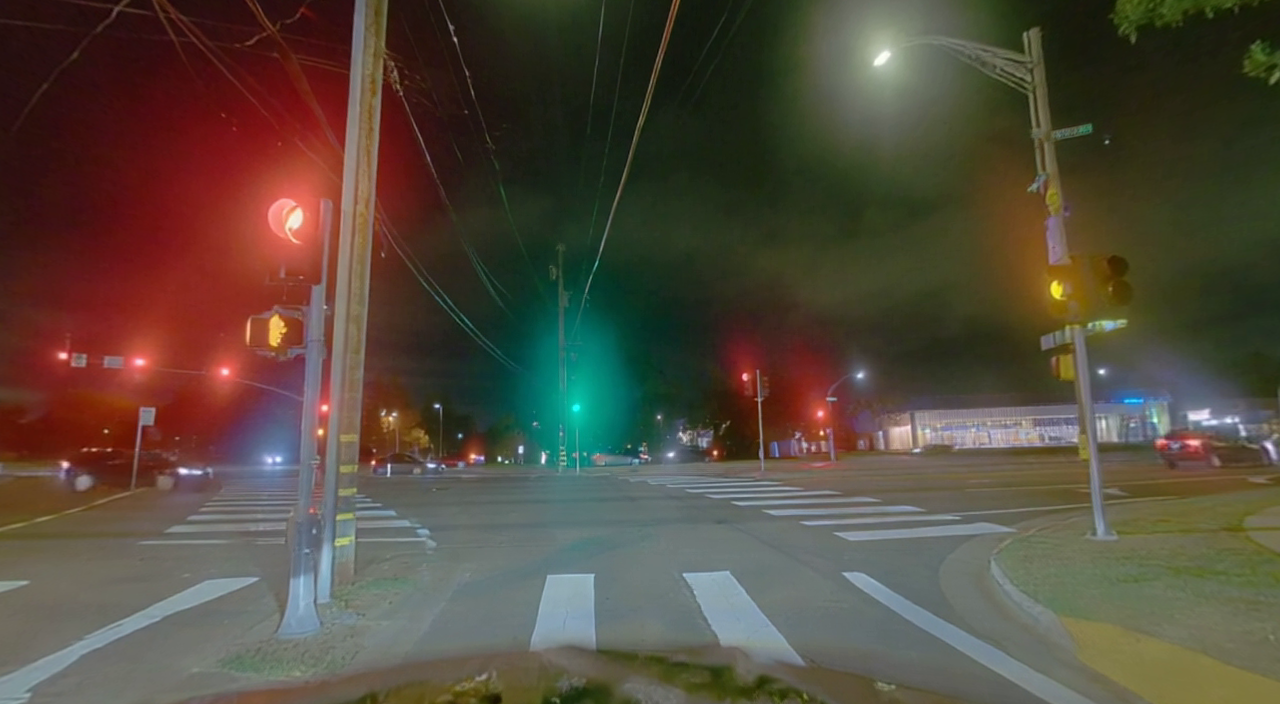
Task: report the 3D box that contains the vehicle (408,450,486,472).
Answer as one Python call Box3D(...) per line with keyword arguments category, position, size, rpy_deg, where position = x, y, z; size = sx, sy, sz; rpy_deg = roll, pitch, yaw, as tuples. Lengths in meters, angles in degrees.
Box3D(category="vehicle", position=(-13.251, 7.482, 43.410), size=(4.837, 1.407, 1.818), rpy_deg=(4, -9, -26))

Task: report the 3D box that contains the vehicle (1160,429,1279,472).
Box3D(category="vehicle", position=(24.377, 4.091, 26.410), size=(4.530, 1.648, 2.075), rpy_deg=(4, -9, -24))

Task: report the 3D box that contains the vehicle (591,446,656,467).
Box3D(category="vehicle", position=(-1.159, 7.546, 45.810), size=(4.391, 1.451, 1.717), rpy_deg=(4, -9, -26))

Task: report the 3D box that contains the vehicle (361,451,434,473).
Box3D(category="vehicle", position=(-17.298, 7.840, 45.071), size=(4.623, 1.471, 1.805), rpy_deg=(4, -9, -26))

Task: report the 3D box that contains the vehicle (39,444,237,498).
Box3D(category="vehicle", position=(-14.979, 3.503, 18.949), size=(4.700, 1.479, 2.095), rpy_deg=(-2, -9, 14))
